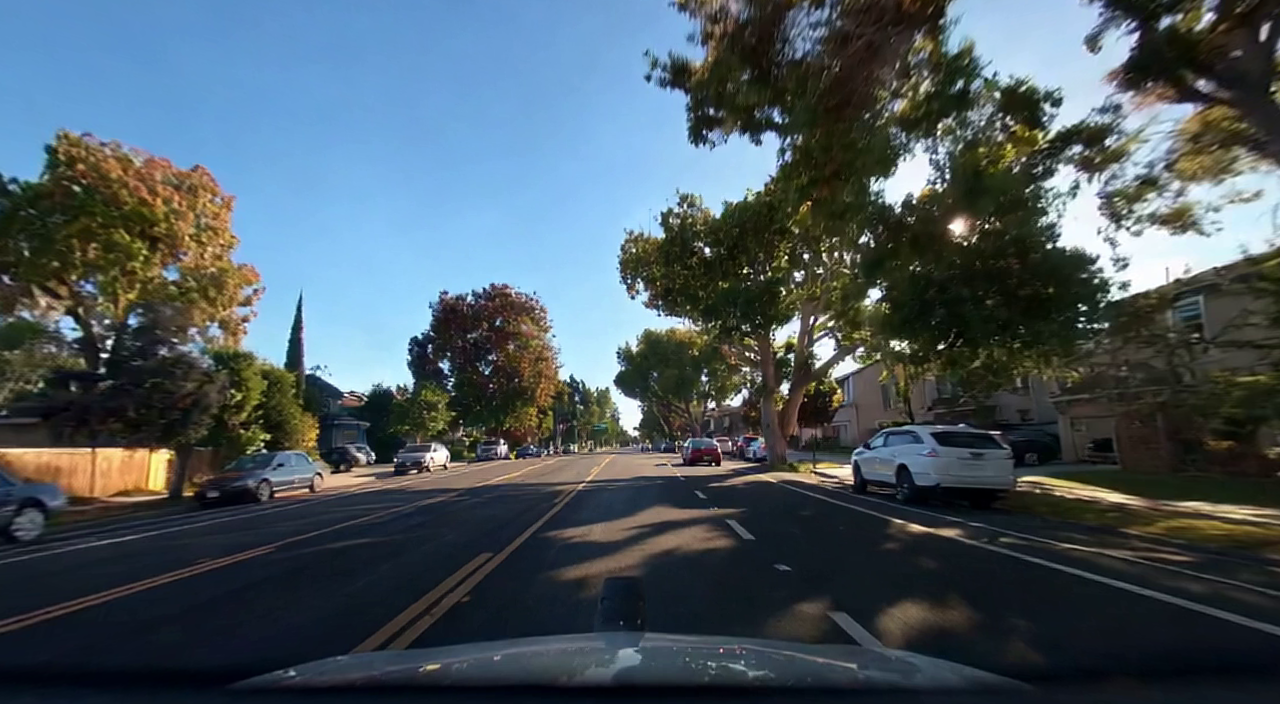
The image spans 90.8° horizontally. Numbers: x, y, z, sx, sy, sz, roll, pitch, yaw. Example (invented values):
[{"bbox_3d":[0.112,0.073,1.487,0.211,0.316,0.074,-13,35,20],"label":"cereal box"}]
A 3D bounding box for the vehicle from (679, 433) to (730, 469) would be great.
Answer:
[{"bbox_3d":[3.130,4.892,31.395,1.951,1.620,4.582,0,-8,-1],"label":"vehicle"}]

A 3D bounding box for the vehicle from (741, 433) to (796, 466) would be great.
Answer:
[{"bbox_3d":[7.585,5.814,37.789,2.071,1.793,5.072,0,-8,-1],"label":"vehicle"}]

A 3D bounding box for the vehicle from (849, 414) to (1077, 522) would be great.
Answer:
[{"bbox_3d":[7.581,2.802,15.956,2.175,2.157,6.330,0,-8,-2],"label":"vehicle"}]

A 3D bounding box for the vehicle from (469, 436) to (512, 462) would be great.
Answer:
[{"bbox_3d":[-11.471,7.467,48.851,2.181,1.920,4.570,0,-8,0],"label":"vehicle"}]

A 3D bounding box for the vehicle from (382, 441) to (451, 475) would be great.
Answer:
[{"bbox_3d":[-11.516,5.475,32.955,1.953,1.649,4.648,0,-8,-1],"label":"vehicle"}]

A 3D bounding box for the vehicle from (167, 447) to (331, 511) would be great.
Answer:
[{"bbox_3d":[-11.298,3.659,18.752,1.916,1.612,4.700,0,-8,-1],"label":"vehicle"}]
